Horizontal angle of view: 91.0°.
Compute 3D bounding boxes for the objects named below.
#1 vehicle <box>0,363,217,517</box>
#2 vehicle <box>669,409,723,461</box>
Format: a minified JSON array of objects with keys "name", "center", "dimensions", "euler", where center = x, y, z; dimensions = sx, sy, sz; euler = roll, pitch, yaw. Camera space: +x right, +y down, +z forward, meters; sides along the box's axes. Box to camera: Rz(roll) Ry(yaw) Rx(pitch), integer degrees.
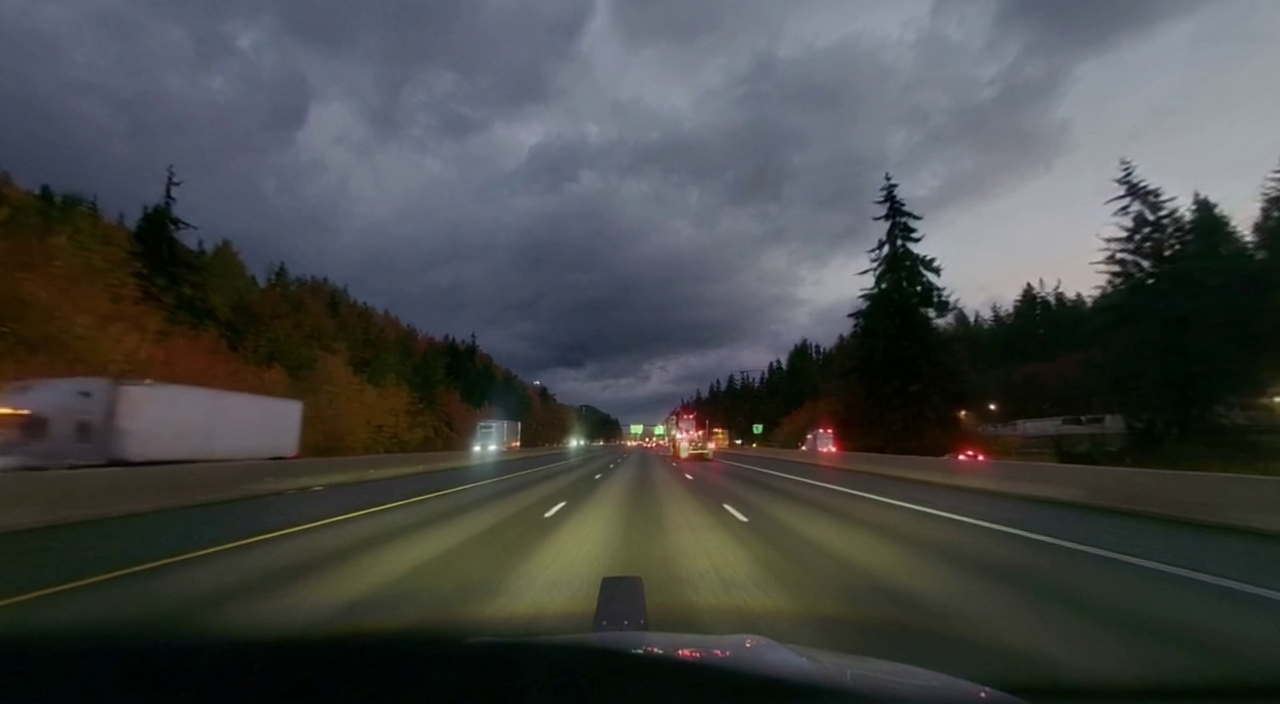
[{"name":"vehicle","center":[-19.285,2.957,21.031],"dimensions":[2.923,4.256,10.164],"euler":[0,-8,1]},{"name":"vehicle","center":[3.867,6.071,45.647],"dimensions":[2.932,3.425,7.941],"euler":[0,-8,-2]}]
